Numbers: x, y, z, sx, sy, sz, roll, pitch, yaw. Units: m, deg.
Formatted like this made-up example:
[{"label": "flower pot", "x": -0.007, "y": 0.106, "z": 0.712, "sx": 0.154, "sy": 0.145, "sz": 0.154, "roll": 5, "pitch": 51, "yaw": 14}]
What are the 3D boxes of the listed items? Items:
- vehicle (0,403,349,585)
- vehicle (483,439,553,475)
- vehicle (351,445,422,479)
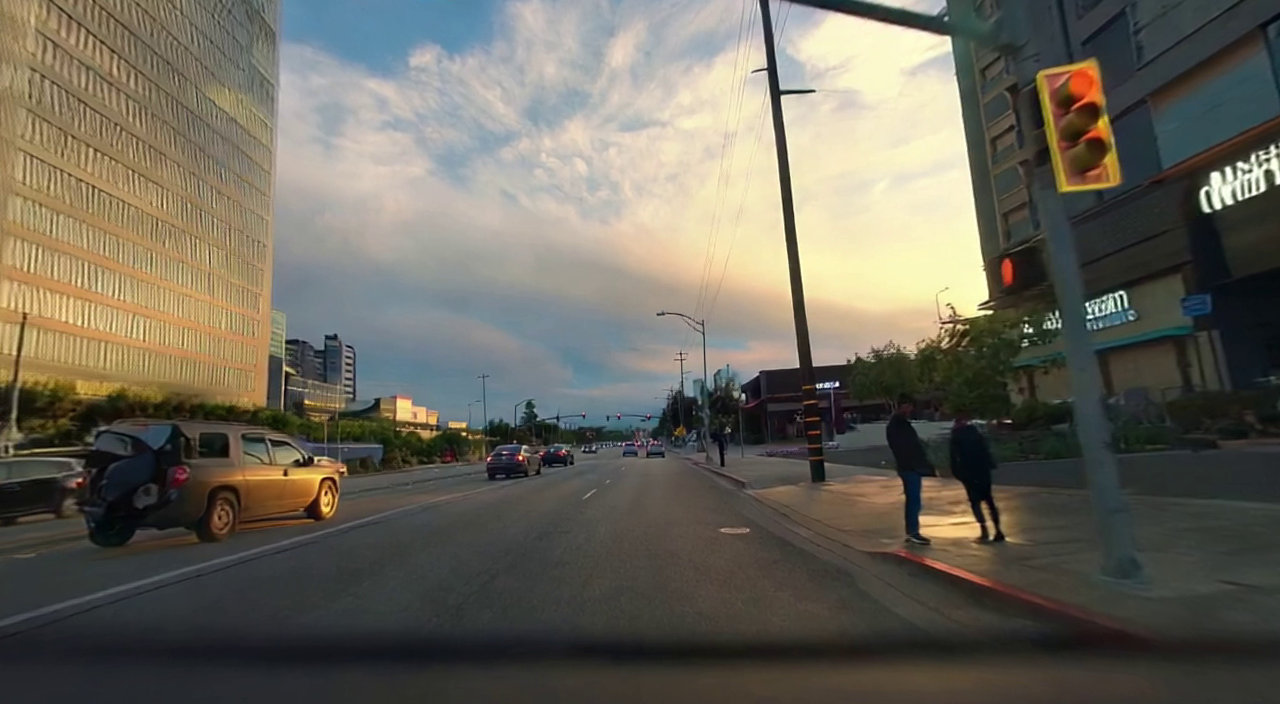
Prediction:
[{"label": "vehicle", "x": -6.072, "y": 1.693, "z": 8.380, "sx": 2.007, "sy": 1.698, "sz": 4.759, "roll": 0, "pitch": -8, "yaw": 1}, {"label": "vehicle", "x": -5.443, "y": 4.749, "z": 28.739, "sx": 2.030, "sy": 1.488, "sz": 4.650, "roll": -1, "pitch": -8, "yaw": 3}, {"label": "vehicle", "x": -13.470, "y": 5.848, "z": 33.762, "sx": 1.902, "sy": 1.657, "sz": 4.223, "roll": -1, "pitch": -8, "yaw": 2}]
